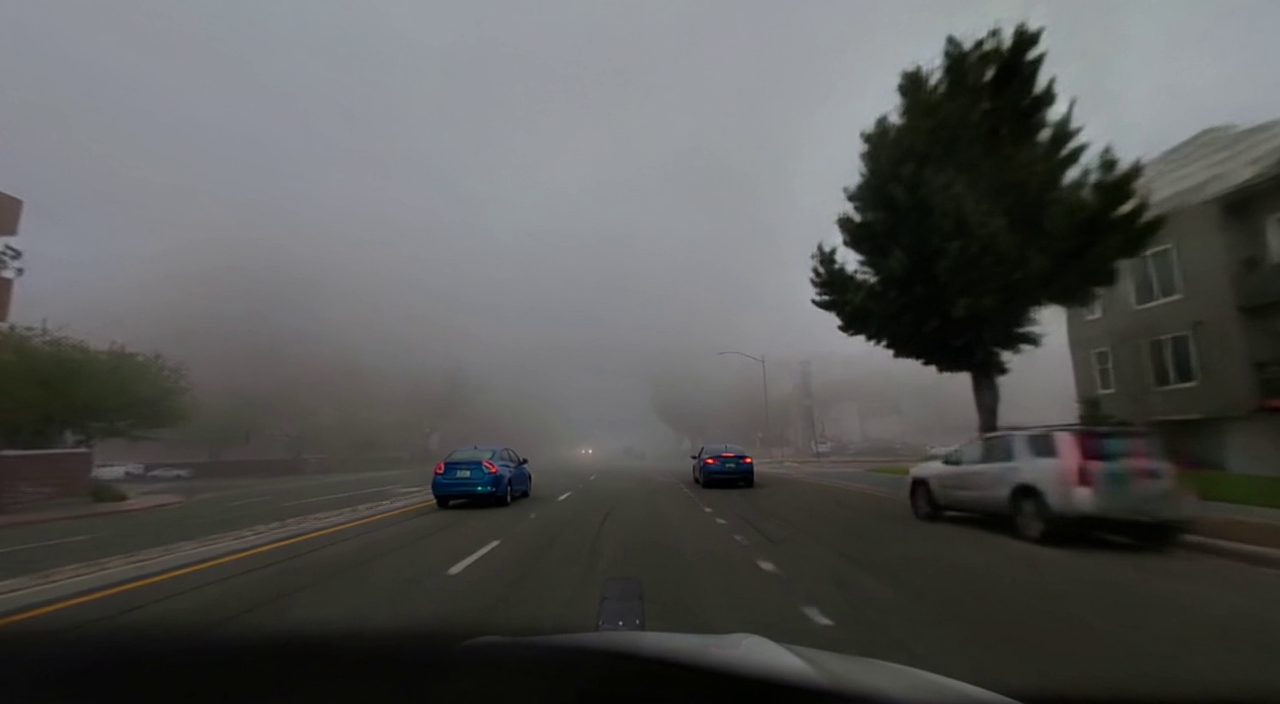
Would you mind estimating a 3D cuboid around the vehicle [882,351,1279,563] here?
[{"bbox_3d":[6.061,1.567,9.865,2.394,2.400,5.209,0,-9,0],"label":"vehicle"}]

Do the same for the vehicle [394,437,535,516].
[{"bbox_3d":[-3.834,2.781,14.630,2.062,1.527,4.044,0,-9,0],"label":"vehicle"}]

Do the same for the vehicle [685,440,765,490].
[{"bbox_3d":[2.697,3.696,21.016,1.978,1.471,4.426,0,-9,-1],"label":"vehicle"}]
